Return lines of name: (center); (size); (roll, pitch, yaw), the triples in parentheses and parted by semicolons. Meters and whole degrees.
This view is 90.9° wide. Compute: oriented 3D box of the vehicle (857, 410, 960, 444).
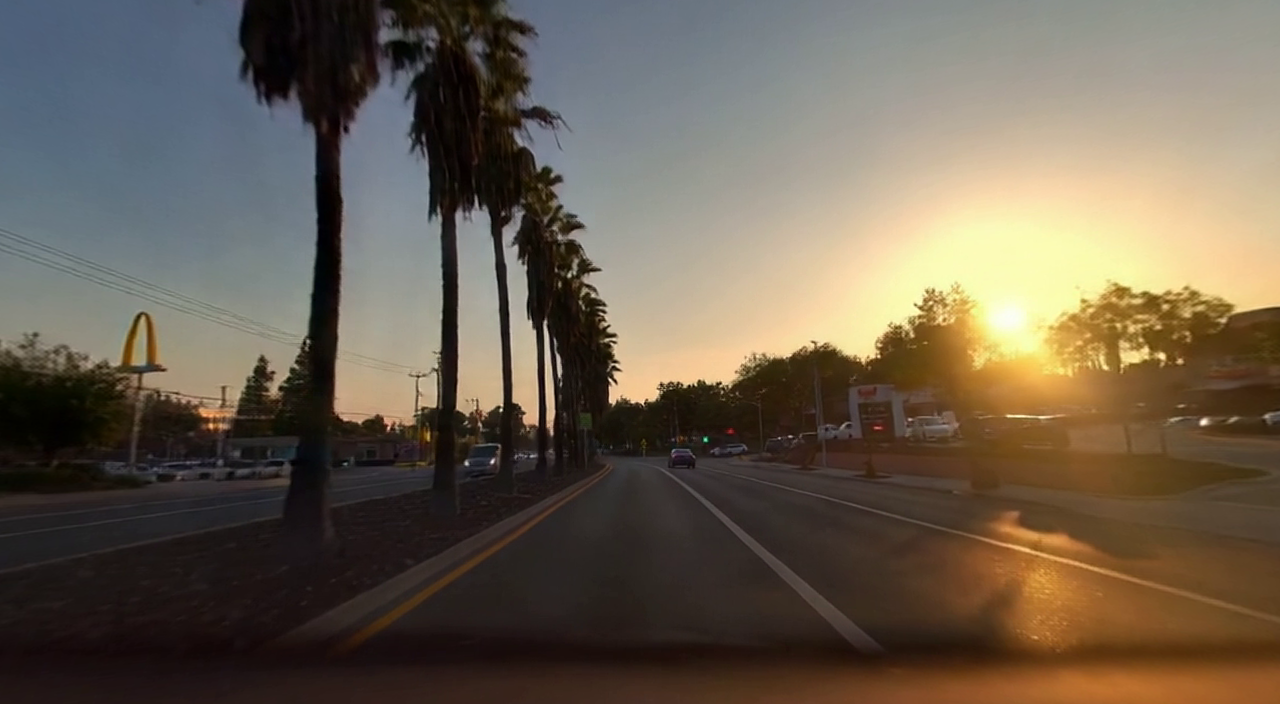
vehicle: (17.991, 5.093, 42.518); (5.817, 1.906, 2.230); (-2, -12, 0)

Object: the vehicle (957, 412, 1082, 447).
vehicle: (18.692, 3.882, 31.256); (4.649, 1.662, 2.349); (0, -9, 1)

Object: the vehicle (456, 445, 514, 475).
vehicle: (-9.328, 6.532, 38.502); (2.361, 1.733, 5.099); (0, -8, -2)
